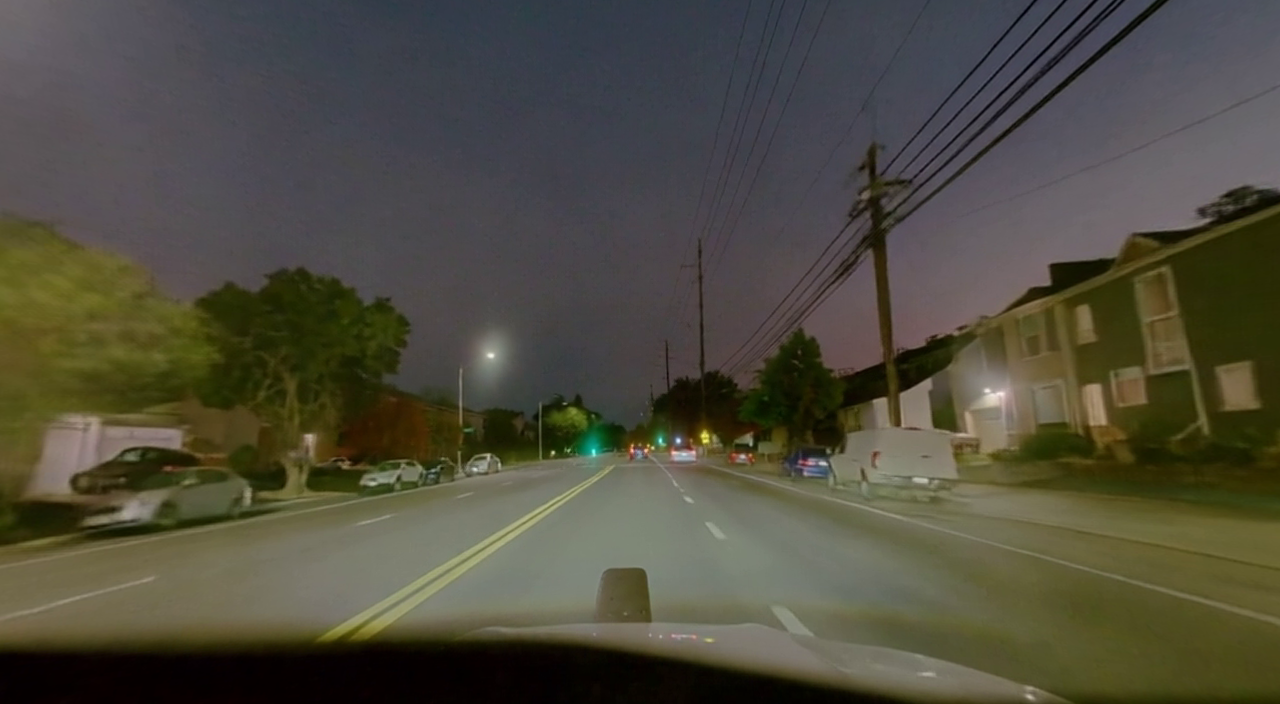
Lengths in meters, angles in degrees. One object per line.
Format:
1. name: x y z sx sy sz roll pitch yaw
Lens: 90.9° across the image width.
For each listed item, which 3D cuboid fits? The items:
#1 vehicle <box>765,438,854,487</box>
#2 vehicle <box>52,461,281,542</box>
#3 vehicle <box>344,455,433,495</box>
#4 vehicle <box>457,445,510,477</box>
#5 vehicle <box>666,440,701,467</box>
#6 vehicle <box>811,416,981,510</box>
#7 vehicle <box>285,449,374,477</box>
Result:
1. vehicle: 6.339 4.177 24.208 2.079 1.697 4.753 0 -8 0
2. vehicle: -10.772 3.389 14.889 1.896 1.495 4.425 0 -8 1
3. vehicle: -10.605 5.191 26.938 2.098 1.503 4.113 0 -8 0
4. vehicle: -10.438 7.275 42.434 2.258 1.846 4.843 -4 -8 1
5. vehicle: 2.974 7.115 44.268 2.070 1.765 4.731 0 -8 -1
6. vehicle: 6.517 2.916 16.986 2.274 2.090 5.465 0 -8 0
7. vehicle: -17.952 6.443 36.574 4.092 1.546 1.995 0 -8 1
